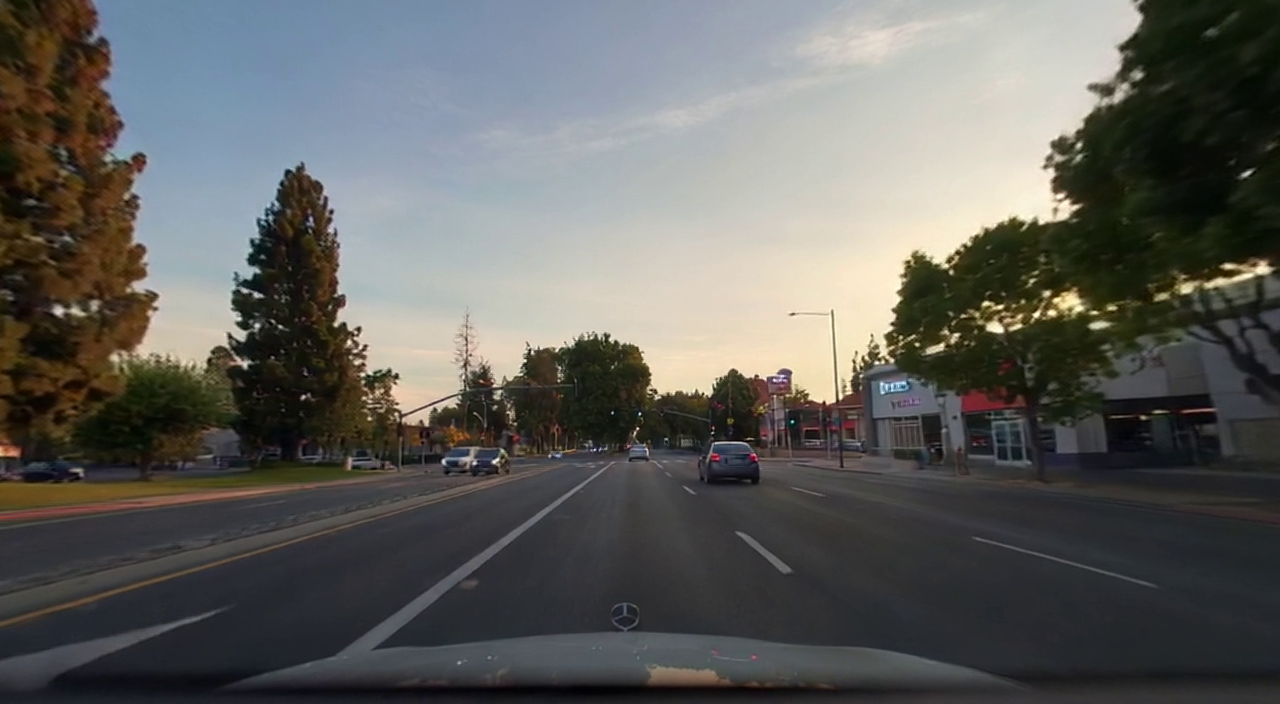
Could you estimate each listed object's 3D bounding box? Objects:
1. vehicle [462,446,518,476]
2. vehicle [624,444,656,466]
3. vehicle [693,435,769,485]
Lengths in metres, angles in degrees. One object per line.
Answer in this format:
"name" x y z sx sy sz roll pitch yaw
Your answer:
"vehicle" -8.327 6.064 35.430 1.990 1.534 4.630 0 -8 0
"vehicle" -0.003 7.238 44.582 2.135 1.468 4.076 0 -8 -1
"vehicle" 3.241 3.952 23.384 2.022 1.643 4.326 0 -8 -2
